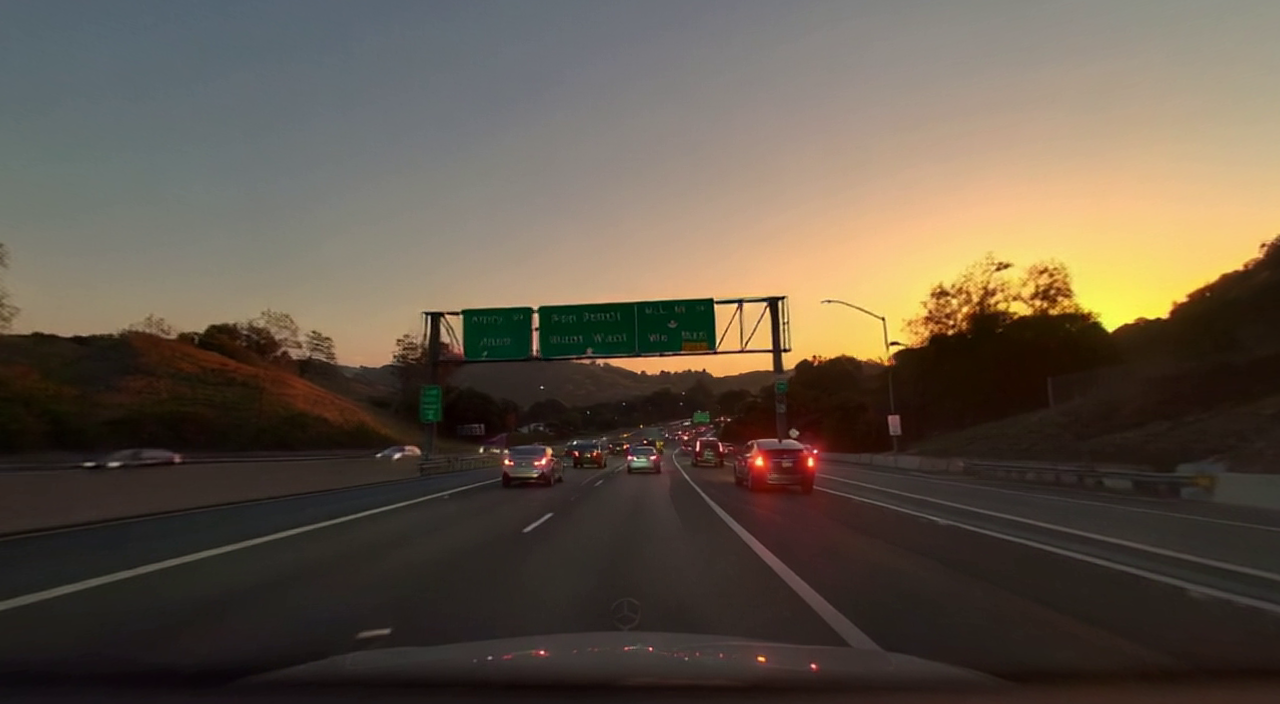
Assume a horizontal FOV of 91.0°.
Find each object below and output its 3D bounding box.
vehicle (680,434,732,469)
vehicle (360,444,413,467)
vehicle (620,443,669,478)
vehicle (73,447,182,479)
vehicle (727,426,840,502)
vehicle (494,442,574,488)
[{"bbox_3d":[4.226,6.576,41.775,2.802,2.151,6.579,0,-9,1],"label":"vehicle"},{"bbox_3d":[-19.285,7.892,48.081,2.033,1.684,4.440,0,-9,2],"label":"vehicle"},{"bbox_3d":[0.226,4.967,28.980,2.071,1.478,4.130,0,-9,1],"label":"vehicle"},{"bbox_3d":[-26.324,5.680,32.562,1.882,1.507,4.506,0,-9,-1],"label":"vehicle"},{"bbox_3d":[3.648,2.945,16.898,2.045,1.768,4.249,0,-9,0],"label":"vehicle"},{"bbox_3d":[-3.675,4.018,22.740,1.996,1.488,4.451,0,-9,2],"label":"vehicle"}]
